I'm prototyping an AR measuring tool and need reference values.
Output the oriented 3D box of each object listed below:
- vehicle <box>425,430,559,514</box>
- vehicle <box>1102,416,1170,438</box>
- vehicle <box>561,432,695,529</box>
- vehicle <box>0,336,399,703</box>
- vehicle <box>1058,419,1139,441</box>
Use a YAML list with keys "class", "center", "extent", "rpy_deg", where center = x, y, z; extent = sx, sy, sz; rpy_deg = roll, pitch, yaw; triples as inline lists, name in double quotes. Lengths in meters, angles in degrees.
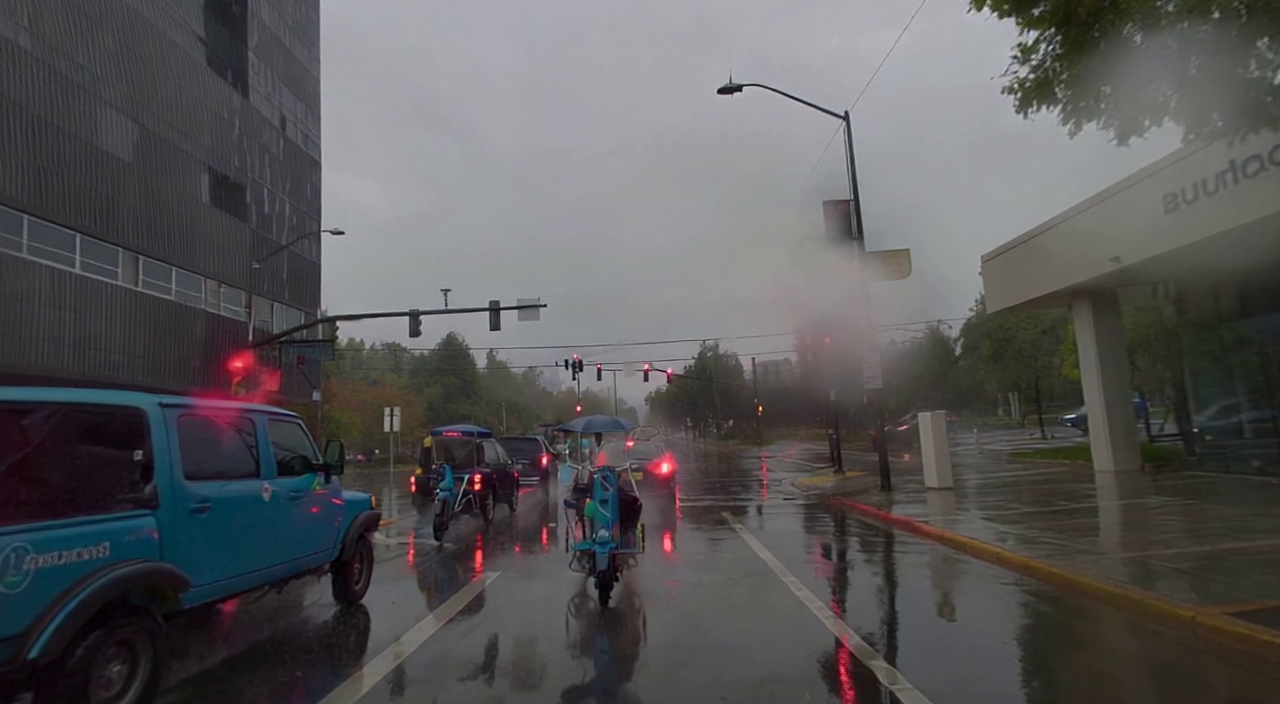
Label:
- class: "vehicle"
  center: [-3.171, 2.658, 14.407]
  extent: [1.935, 1.615, 4.073]
  rpy_deg: [-1, -8, 2]
- class: "vehicle"
  center: [36.780, 5.598, 46.572]
  extent: [1.625, 1.449, 3.557]
  rpy_deg: [6, -11, -38]
- class: "vehicle"
  center: [-0.147, 2.270, 11.657]
  extent: [2.025, 1.458, 4.085]
  rpy_deg: [0, -8, 1]
- class: "vehicle"
  center: [-3.615, 1.130, 4.453]
  extent: [2.000, 1.809, 4.405]
  rpy_deg: [0, -8, 0]
- class: "vehicle"
  center: [30.717, 5.272, 42.111]
  extent: [1.751, 1.420, 4.027]
  rpy_deg: [8, -12, -43]
